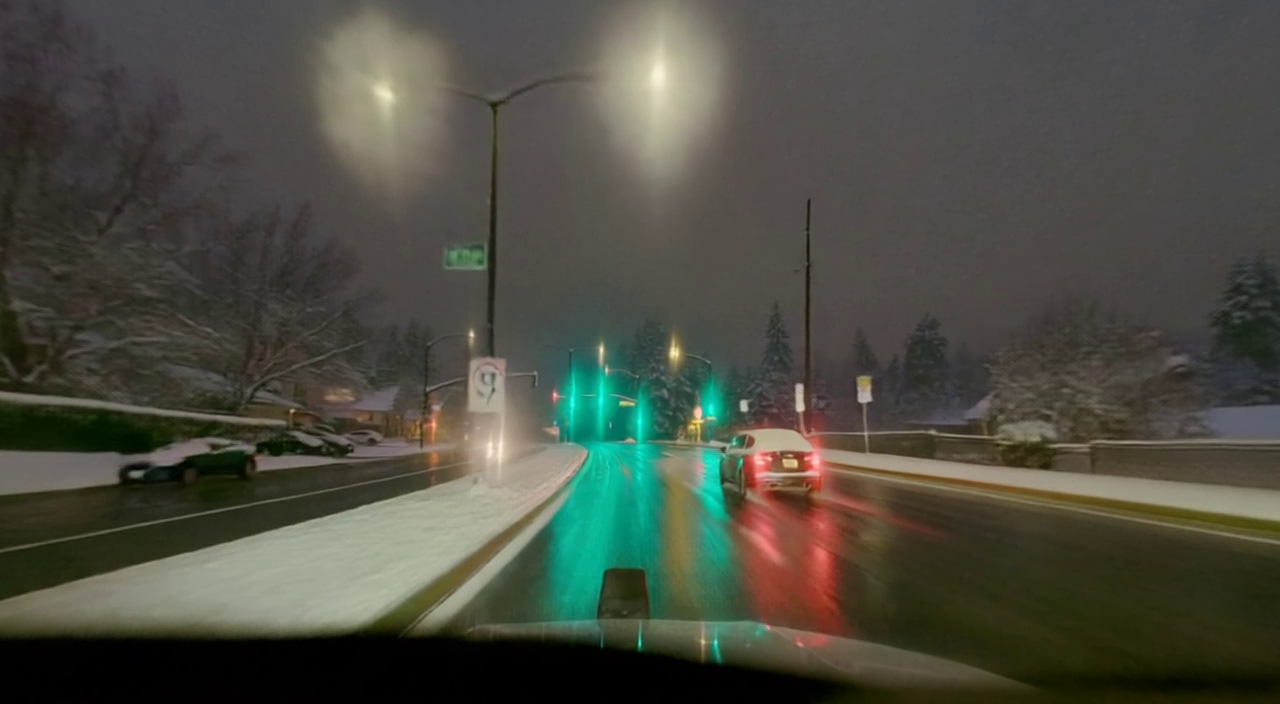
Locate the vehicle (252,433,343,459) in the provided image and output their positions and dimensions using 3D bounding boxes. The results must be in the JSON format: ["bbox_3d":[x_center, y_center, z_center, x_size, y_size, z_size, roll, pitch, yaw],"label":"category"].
[{"bbox_3d":[-21.946,6.070,40.569,4.717,1.615,2.014,2,-9,-12],"label":"vehicle"}]

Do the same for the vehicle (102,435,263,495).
[{"bbox_3d":[-14.065,3.474,19.787,1.949,1.642,4.376,0,-9,-4],"label":"vehicle"}]

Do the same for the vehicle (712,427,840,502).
[{"bbox_3d":[2.925,2.539,14.570,1.960,1.479,4.086,0,-9,-1],"label":"vehicle"}]
